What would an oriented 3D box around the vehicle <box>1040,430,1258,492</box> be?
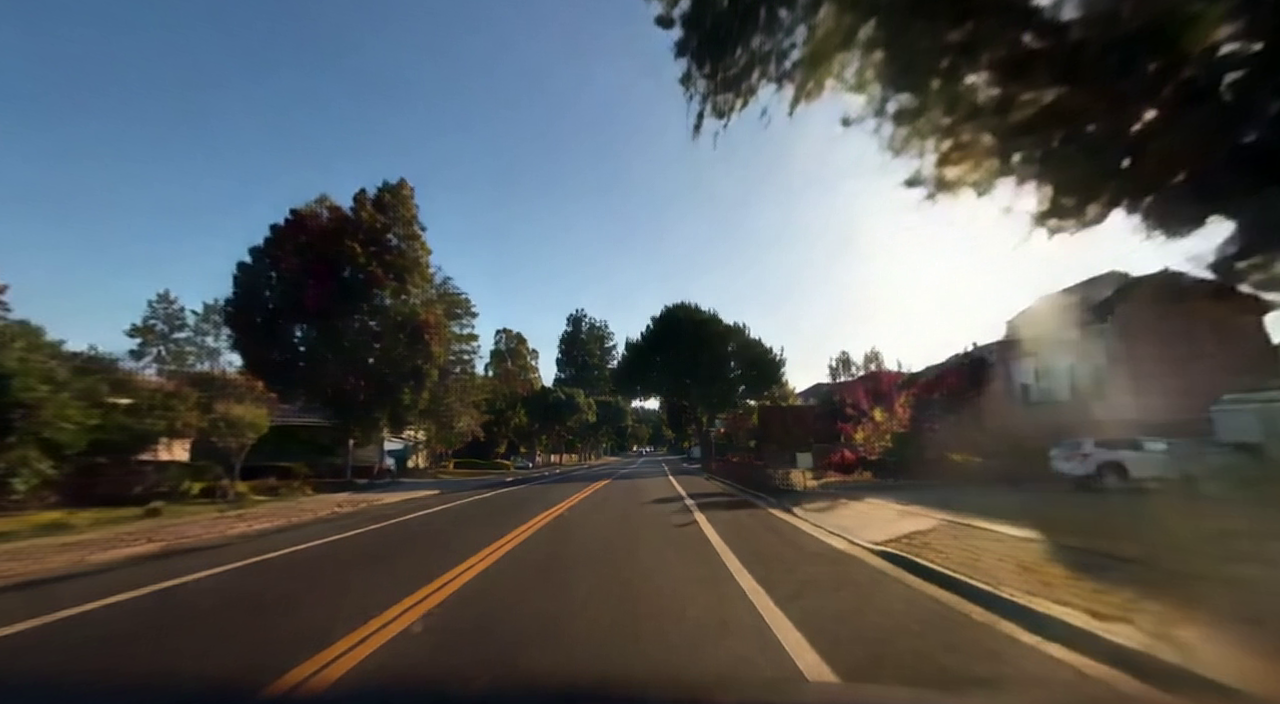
[{"bbox_3d":[15.506,3.349,19.466,4.785,1.780,2.055,-1,-9,3],"label":"vehicle"}]
